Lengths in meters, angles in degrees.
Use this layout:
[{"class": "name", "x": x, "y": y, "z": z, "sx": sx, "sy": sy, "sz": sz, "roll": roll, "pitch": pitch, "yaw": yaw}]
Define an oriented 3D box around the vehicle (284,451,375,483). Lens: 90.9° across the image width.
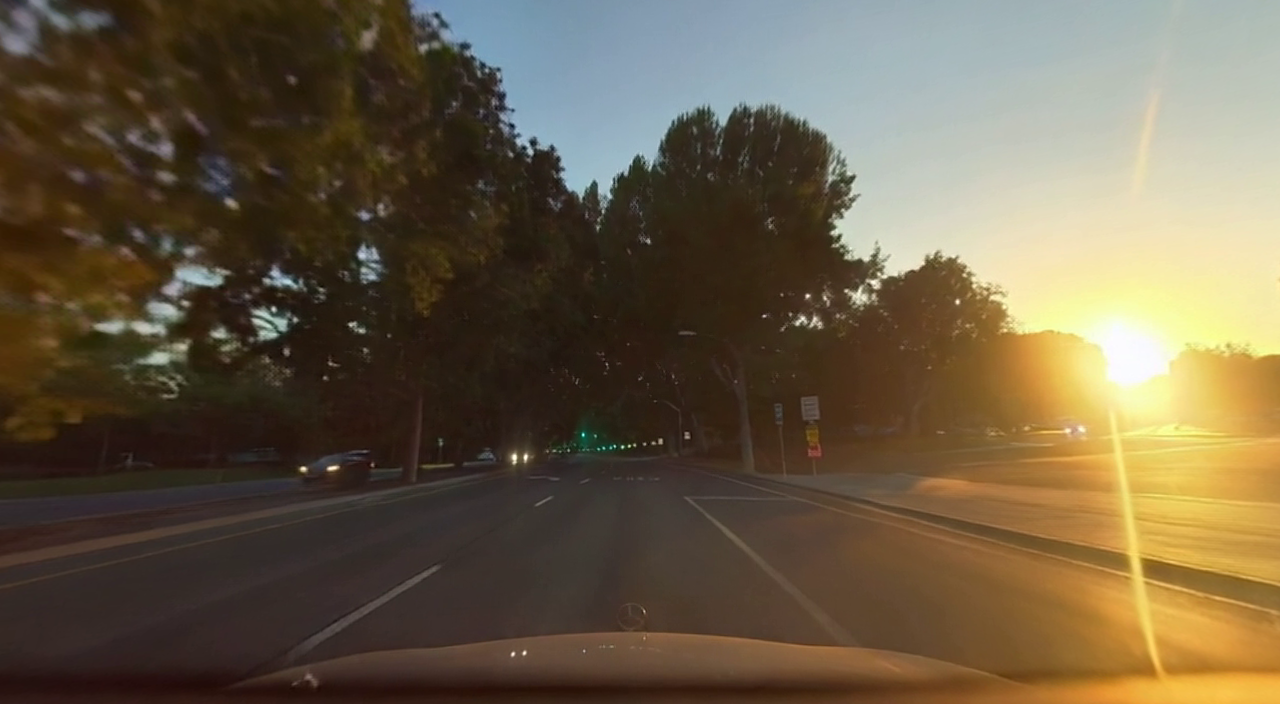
[{"class": "vehicle", "x": -16.382, "y": 6.084, "z": 33.579, "sx": 2.200, "sy": 1.496, "sz": 4.809, "roll": -1, "pitch": -8, "yaw": 3}]
